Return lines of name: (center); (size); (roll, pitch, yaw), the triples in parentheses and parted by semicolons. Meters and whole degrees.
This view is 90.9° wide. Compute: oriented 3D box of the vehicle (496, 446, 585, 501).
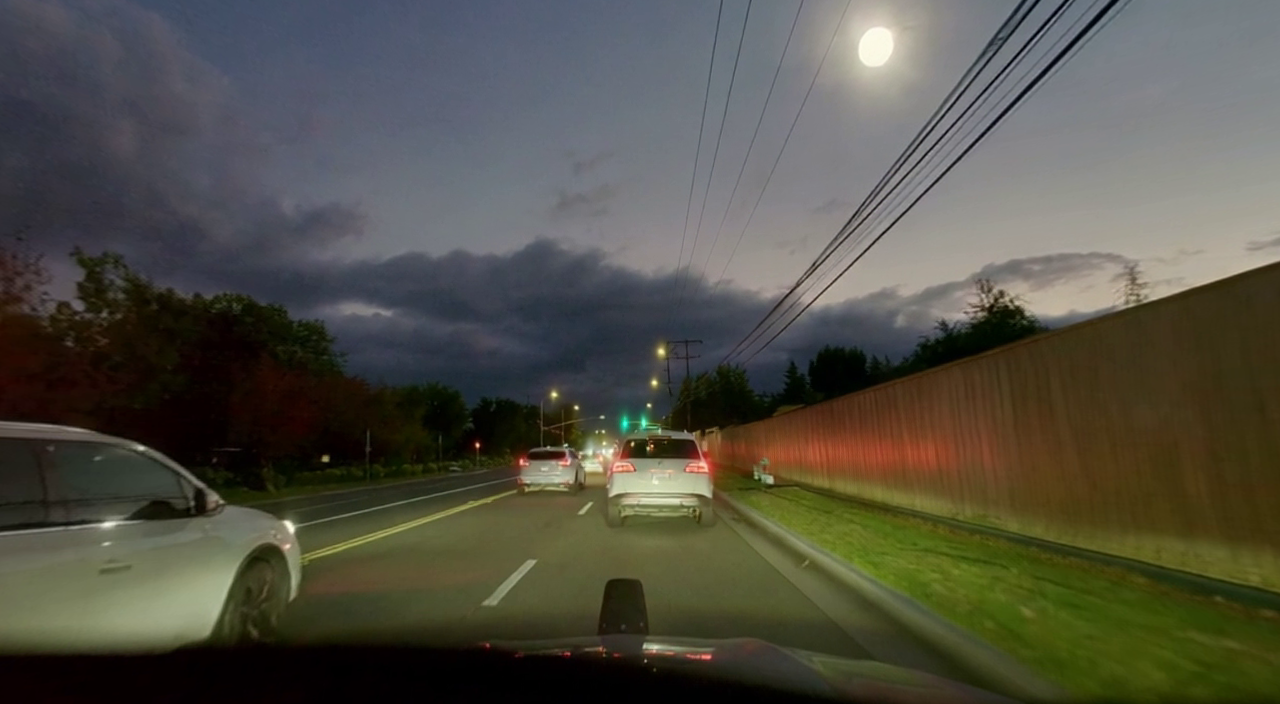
vehicle: (-2.920, 3.645, 19.408); (1.979, 1.489, 4.006); (0, -8, 1)

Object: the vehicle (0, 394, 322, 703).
vehicle: (-3.398, 0.977, 2.483); (2.033, 1.574, 4.132); (0, -8, 1)

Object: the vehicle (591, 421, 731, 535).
vehicle: (0.351, 2.277, 11.949); (2.174, 1.749, 4.113); (0, -8, 1)
